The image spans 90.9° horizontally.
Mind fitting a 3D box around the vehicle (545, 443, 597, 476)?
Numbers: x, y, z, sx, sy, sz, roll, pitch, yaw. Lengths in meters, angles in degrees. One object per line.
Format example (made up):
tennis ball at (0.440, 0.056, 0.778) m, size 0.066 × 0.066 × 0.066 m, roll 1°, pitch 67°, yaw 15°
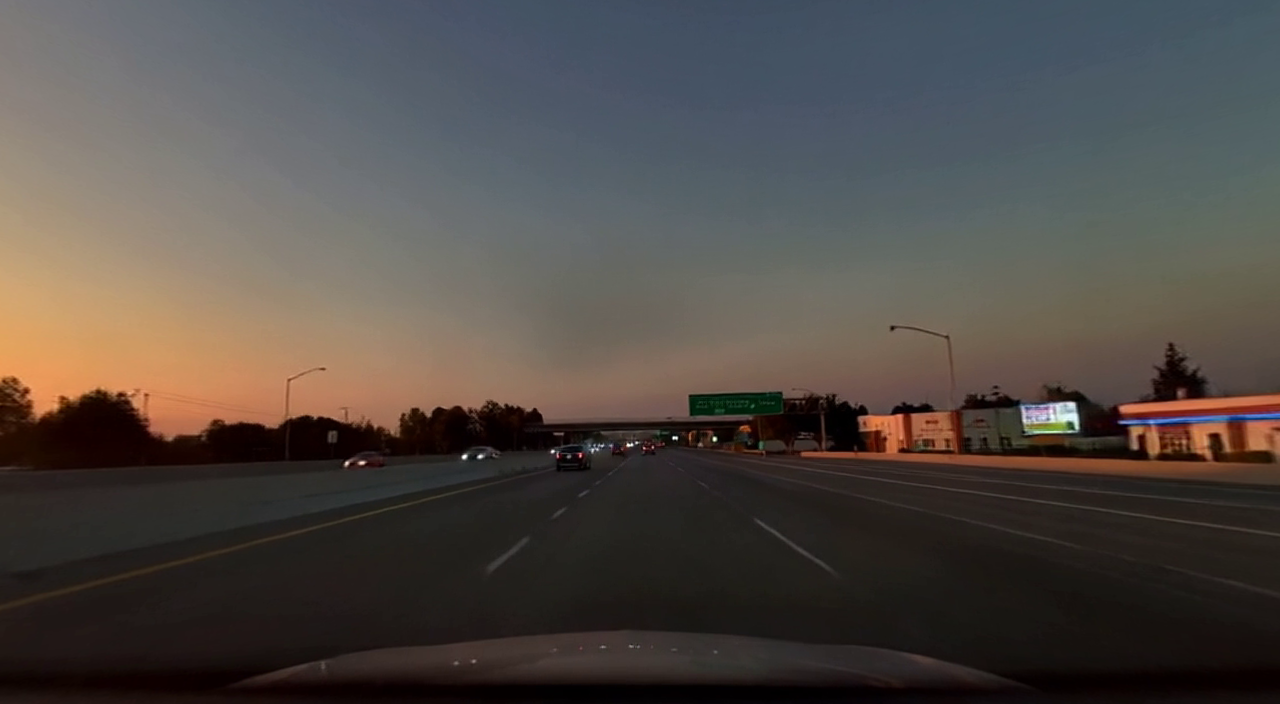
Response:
vehicle at (-3.402, 5.394, 31.893) m, size 2.114 × 1.510 × 4.186 m, roll -1°, pitch -9°, yaw 1°
